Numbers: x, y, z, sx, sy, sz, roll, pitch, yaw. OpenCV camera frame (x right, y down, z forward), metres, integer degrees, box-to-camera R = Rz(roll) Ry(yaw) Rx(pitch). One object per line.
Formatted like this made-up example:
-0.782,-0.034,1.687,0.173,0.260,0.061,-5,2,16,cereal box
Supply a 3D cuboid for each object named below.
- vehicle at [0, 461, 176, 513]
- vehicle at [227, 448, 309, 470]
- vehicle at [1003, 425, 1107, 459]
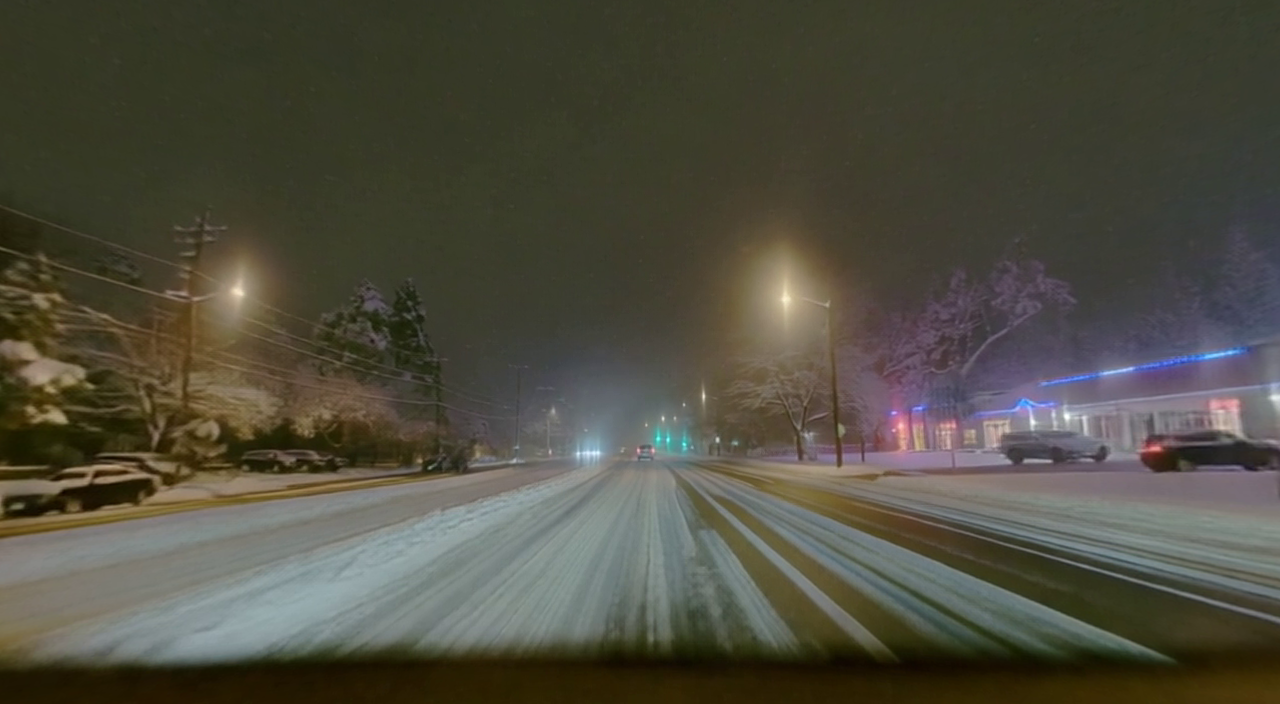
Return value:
-19.039,4.632,22.056,1.815,1.453,4.870,0,-8,1,vehicle
-26.924,7.744,45.724,4.591,1.566,2.133,0,-8,-1,vehicle
22.970,5.048,35.174,2.217,1.737,4.962,0,-8,-3,vehicle
